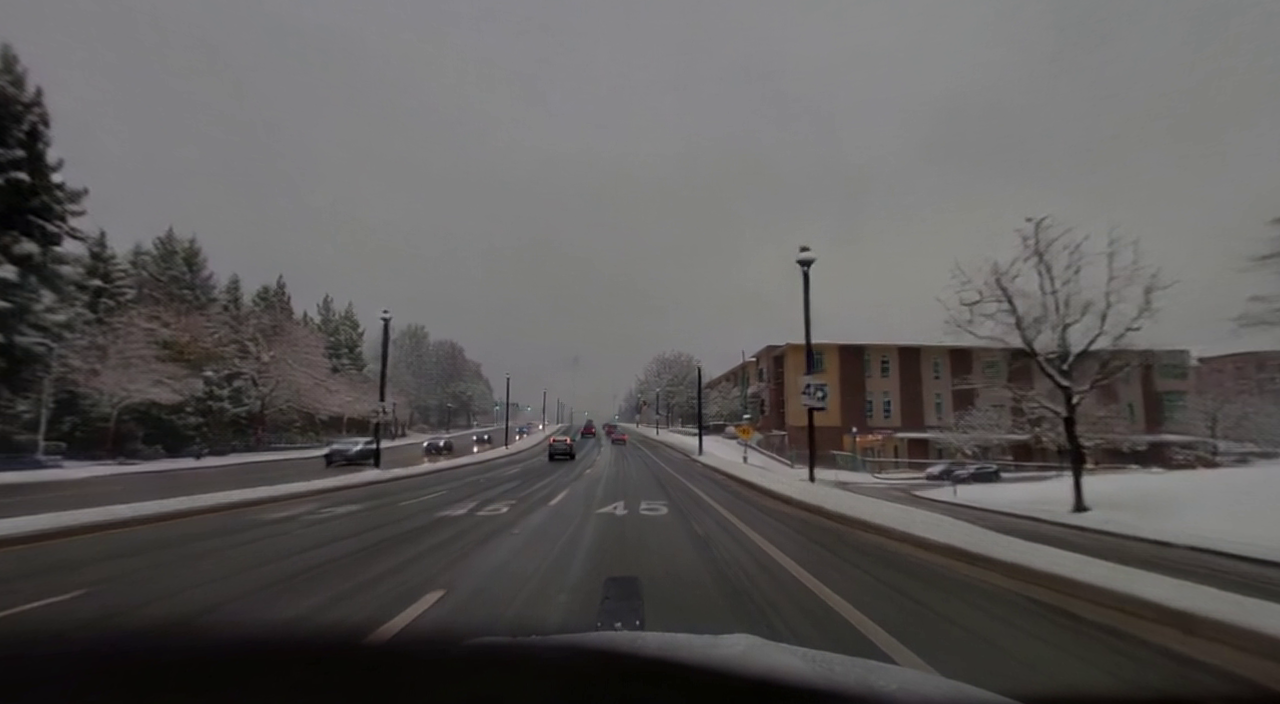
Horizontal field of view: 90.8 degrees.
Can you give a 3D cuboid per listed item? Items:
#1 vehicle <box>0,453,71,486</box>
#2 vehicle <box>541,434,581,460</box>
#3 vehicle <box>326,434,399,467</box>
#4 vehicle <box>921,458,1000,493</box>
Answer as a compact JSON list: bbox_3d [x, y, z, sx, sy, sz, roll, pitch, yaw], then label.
[{"bbox_3d":[-32.832,6.209,33.553,1.724,1.409,3.666,0,-6,3],"label":"vehicle"},{"bbox_3d":[-4.811,5.872,39.041,2.025,1.474,4.292,1,-8,-1],"label":"vehicle"},{"bbox_3d":[-15.612,5.545,35.830,1.972,1.715,4.521,0,-8,1],"label":"vehicle"},{"bbox_3d":[23.466,9.067,46.386,4.619,1.807,2.224,6,-16,4],"label":"vehicle"}]
